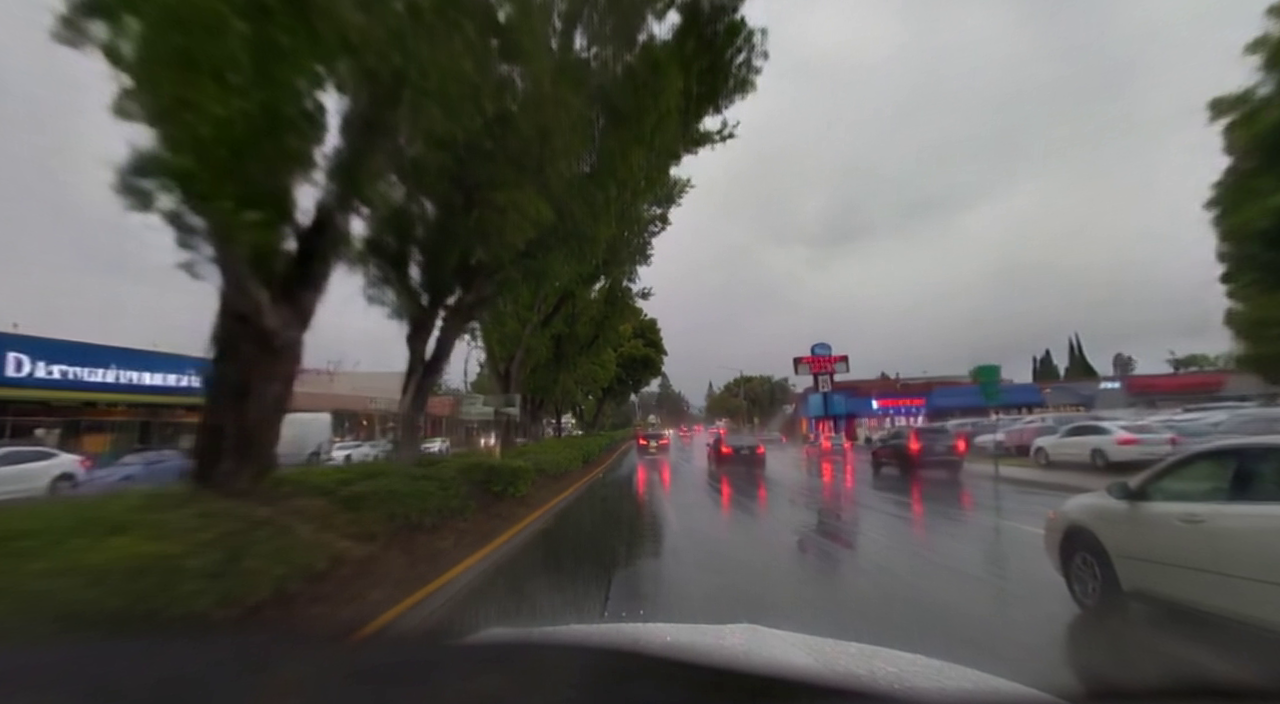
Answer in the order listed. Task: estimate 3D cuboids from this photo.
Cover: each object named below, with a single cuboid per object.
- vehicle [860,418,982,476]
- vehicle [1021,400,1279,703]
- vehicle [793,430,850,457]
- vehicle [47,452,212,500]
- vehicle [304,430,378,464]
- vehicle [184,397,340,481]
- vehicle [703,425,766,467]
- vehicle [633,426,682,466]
[{"bbox_3d":[10.725,3.703,24.546,2.318,1.974,5.282,0,-8,0],"label":"vehicle"},{"bbox_3d":[3.811,0.890,2.399,1.908,1.463,4.506,0,-8,1],"label":"vehicle"},{"bbox_3d":[11.235,5.731,39.235,2.110,1.535,4.506,0,-8,-1],"label":"vehicle"},{"bbox_3d":[-18.625,4.504,23.325,1.883,1.488,5.224,0,-8,-2],"label":"vehicle"},{"bbox_3d":[-18.295,5.880,38.797,1.948,1.965,5.421,0,-9,-1],"label":"vehicle"},{"bbox_3d":[-18.302,4.350,31.181,2.811,3.604,7.566,-1,-8,1],"label":"vehicle"},{"bbox_3d":[4.078,4.164,27.848,2.115,1.692,4.189,0,-8,0],"label":"vehicle"},{"bbox_3d":[0.804,4.330,28.975,2.098,1.682,3.778,0,-8,1],"label":"vehicle"}]
